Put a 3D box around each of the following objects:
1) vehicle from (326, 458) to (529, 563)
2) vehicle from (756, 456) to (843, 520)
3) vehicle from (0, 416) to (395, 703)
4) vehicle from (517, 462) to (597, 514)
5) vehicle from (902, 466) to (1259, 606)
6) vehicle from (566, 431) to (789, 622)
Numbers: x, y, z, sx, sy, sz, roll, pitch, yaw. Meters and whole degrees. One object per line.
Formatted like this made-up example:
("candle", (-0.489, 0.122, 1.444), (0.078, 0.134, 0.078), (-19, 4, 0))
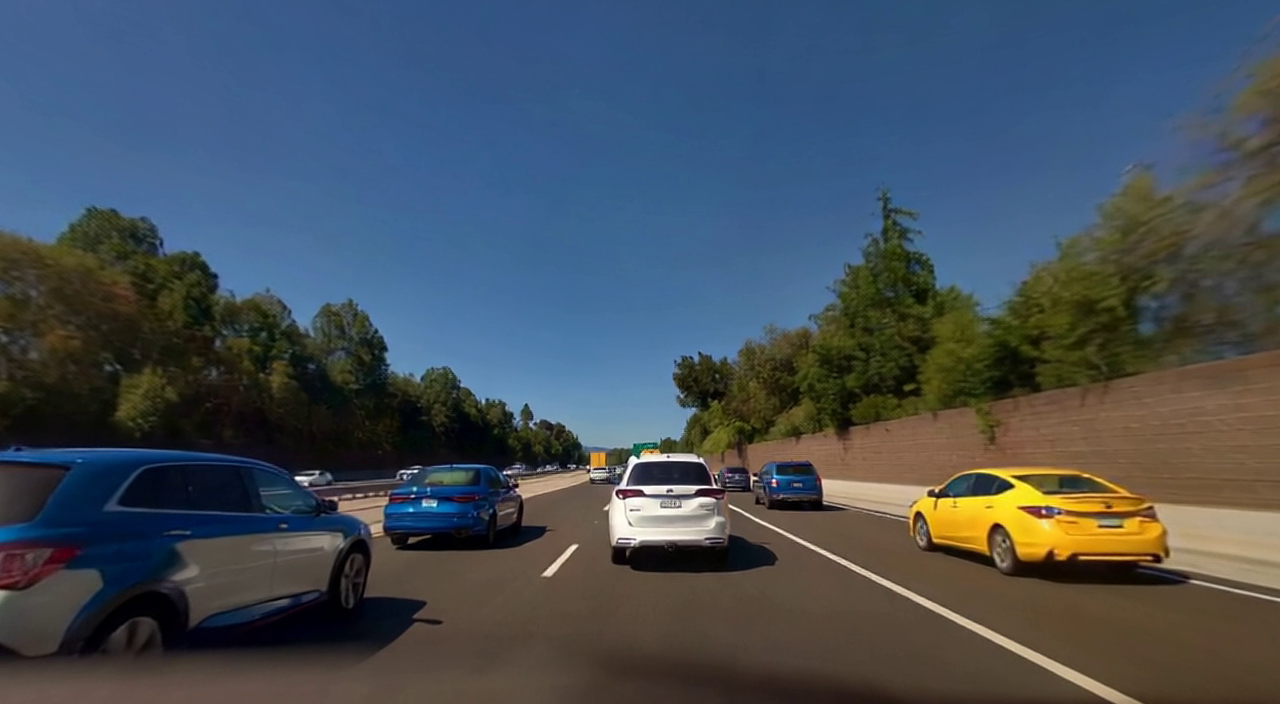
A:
("vehicle", (-3.564, 2.777, 11.696), (1.960, 1.502, 4.593), (0, -11, 3))
("vehicle", (5.235, 4.504, 21.256), (1.984, 1.876, 4.287), (0, -11, 3))
("vehicle", (-3.776, 1.431, 4.776), (1.994, 1.556, 4.263), (0, -11, 1))
("vehicle", (-2.886, 4.876, 22.964), (2.014, 1.654, 4.254), (0, -11, 4))
("vehicle", (5.651, 2.389, 9.021), (1.919, 1.437, 4.436), (1, -11, 1))
("vehicle", (0.372, 2.007, 7.999), (2.057, 1.725, 4.126), (1, -11, 0))
